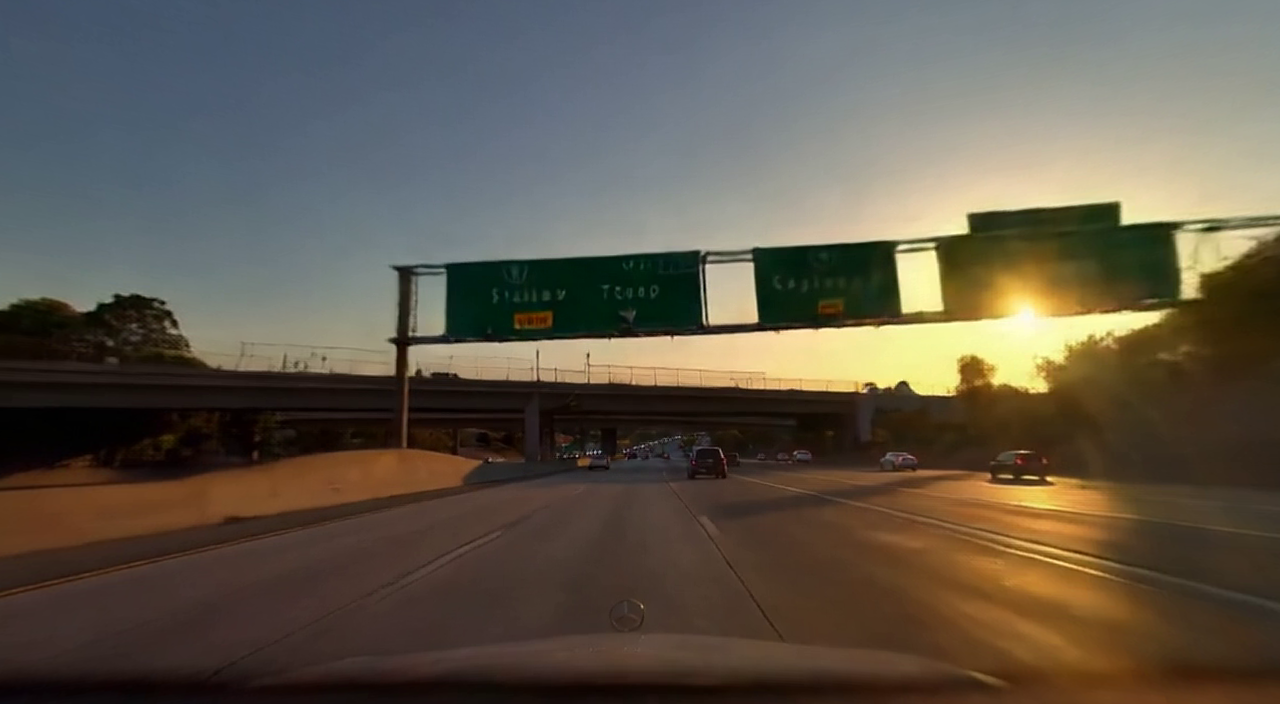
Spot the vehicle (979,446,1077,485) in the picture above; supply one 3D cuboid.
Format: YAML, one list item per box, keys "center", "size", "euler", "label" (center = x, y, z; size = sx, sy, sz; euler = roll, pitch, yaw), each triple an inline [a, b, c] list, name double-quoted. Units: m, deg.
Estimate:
- center: [19.496, 5.708, 31.947]
  size: [2.116, 1.754, 4.727]
  euler: [0, -9, 3]
  label: "vehicle"

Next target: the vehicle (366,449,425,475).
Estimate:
- center: [-17.849, 8.045, 46.294]
  size: [2.066, 1.824, 5.243]
  euler: [0, -9, 2]
  label: "vehicle"

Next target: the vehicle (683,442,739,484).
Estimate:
- center: [3.289, 5.286, 30.176]
  size: [2.147, 1.794, 4.538]
  euler: [0, -9, 0]
  label: "vehicle"
